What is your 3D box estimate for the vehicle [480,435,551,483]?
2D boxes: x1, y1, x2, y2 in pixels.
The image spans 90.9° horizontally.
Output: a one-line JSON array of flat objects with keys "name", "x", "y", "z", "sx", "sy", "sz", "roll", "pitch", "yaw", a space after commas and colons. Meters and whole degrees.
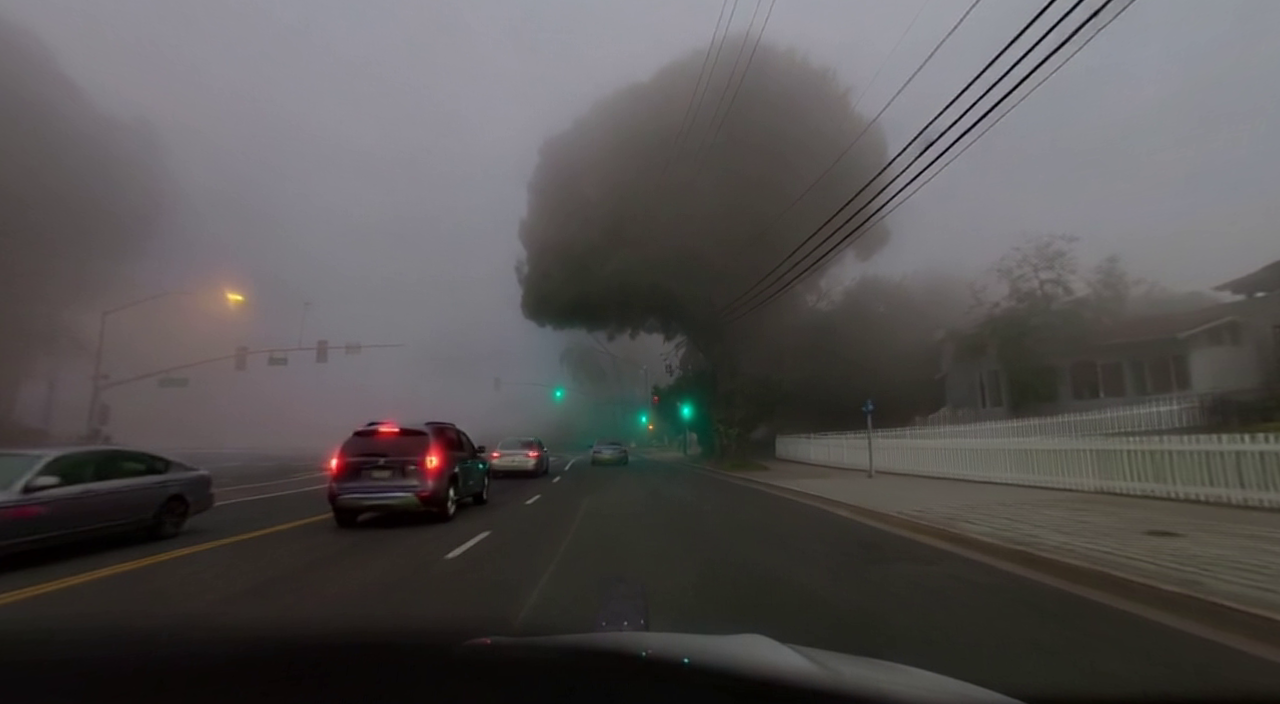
[{"name": "vehicle", "x": -4.201, "y": 3.646, "z": 21.840, "sx": 1.709, "sy": 1.425, "sz": 4.337, "roll": -1, "pitch": -8, "yaw": -2}]

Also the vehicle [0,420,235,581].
[{"name": "vehicle", "x": -6.958, "y": 1.544, "z": 6.910, "sx": 1.984, "sy": 1.479, "sz": 4.816, "roll": -1, "pitch": -8, "yaw": -2}]

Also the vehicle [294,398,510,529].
[{"name": "vehicle", "x": -4.014, "y": 1.979, "z": 11.786, "sx": 2.144, "sy": 1.877, "sz": 4.899, "roll": -1, "pitch": -8, "yaw": 0}]

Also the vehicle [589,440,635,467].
[{"name": "vehicle", "x": -1.494, "y": 5.116, "z": 32.054, "sx": 2.131, "sy": 1.222, "sz": 3.868, "roll": 0, "pitch": -8, "yaw": -6}]
